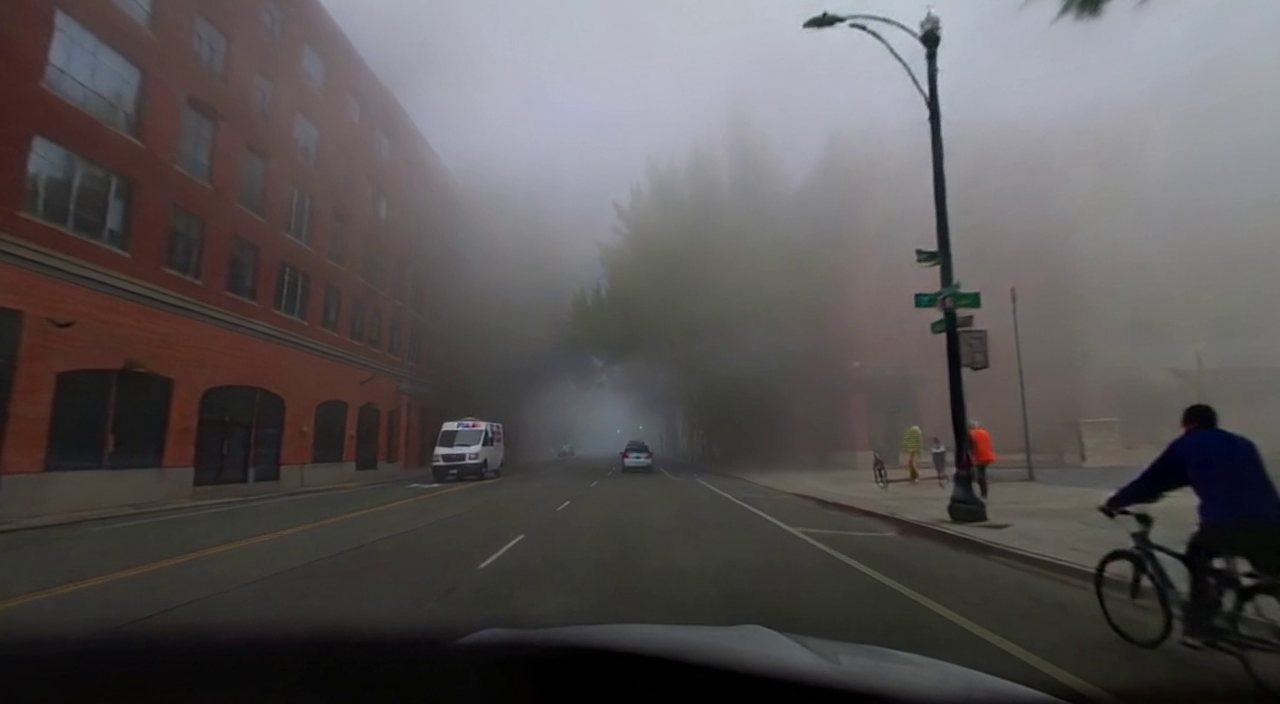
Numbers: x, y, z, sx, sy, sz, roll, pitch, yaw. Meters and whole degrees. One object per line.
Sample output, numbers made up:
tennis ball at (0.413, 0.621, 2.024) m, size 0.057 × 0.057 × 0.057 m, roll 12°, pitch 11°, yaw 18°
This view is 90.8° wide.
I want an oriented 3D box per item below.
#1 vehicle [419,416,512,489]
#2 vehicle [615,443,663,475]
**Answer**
vehicle at (-7.007, 4.103, 26.159) m, size 2.418 × 2.620 × 5.522 m, roll -1°, pitch -8°, yaw -1°
vehicle at (-0.085, 5.617, 33.417) m, size 2.356 × 1.572 × 4.810 m, roll 0°, pitch -9°, yaw -1°
